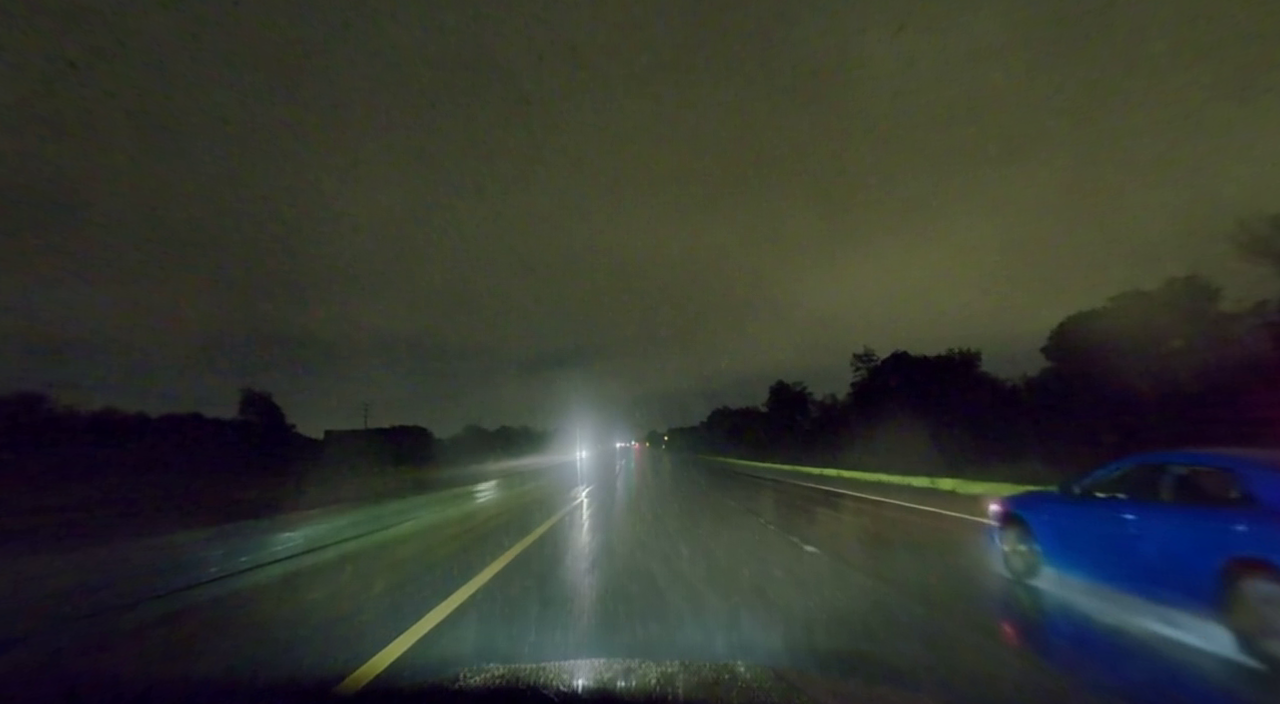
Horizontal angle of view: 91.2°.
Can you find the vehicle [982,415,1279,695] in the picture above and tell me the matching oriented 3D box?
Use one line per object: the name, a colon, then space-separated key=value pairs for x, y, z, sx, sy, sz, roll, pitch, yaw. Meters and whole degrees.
vehicle: x=4.315 y=1.146 z=3.904 sx=1.981 sy=1.440 sz=4.125 roll=-1 pitch=-9 yaw=-1
